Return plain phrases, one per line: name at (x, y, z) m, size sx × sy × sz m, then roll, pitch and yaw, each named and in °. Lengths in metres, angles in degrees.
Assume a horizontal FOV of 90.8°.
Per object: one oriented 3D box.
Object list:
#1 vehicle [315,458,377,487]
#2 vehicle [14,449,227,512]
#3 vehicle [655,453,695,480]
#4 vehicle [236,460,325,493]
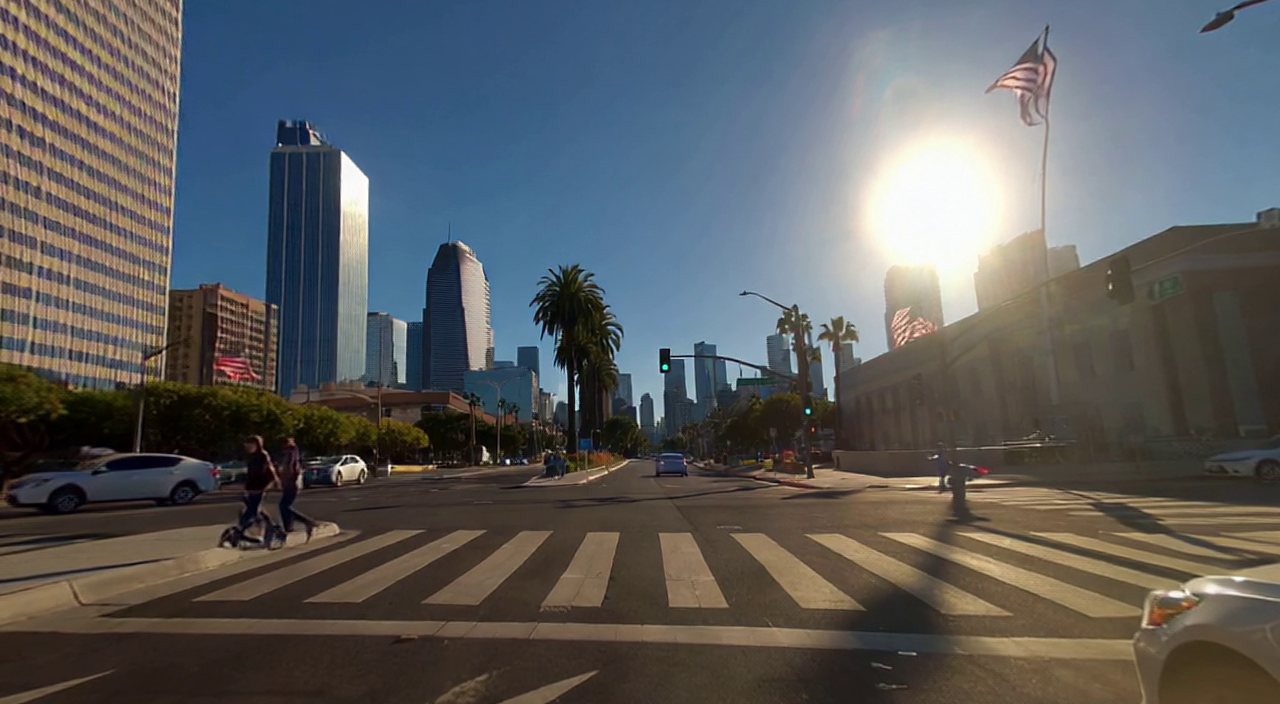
vehicle at (-20.083, 8.237, 43.436) m, size 2.043 × 1.745 × 4.420 m, roll 0°, pitch -8°, yaw 1°
vehicle at (-15.053, 3.707, 18.712) m, size 4.499 × 1.594 × 1.898 m, roll 5°, pitch -10°, yaw -29°
vehicle at (2.127, 7.184, 39.734) m, size 2.000 × 1.525 × 4.273 m, roll 0°, pitch -8°, yaw -4°
vehicle at (-19.923, 6.896, 35.265) m, size 2.069 × 1.540 × 4.774 m, roll 0°, pitch -8°, yaw 1°
